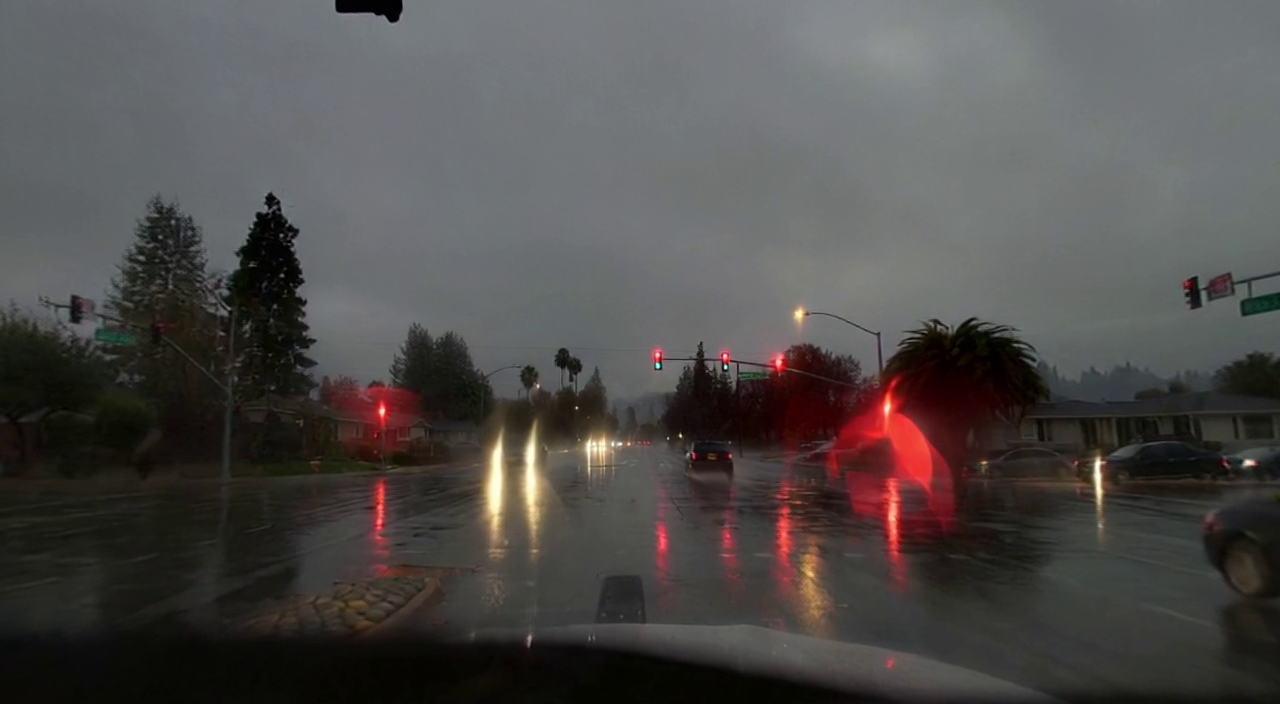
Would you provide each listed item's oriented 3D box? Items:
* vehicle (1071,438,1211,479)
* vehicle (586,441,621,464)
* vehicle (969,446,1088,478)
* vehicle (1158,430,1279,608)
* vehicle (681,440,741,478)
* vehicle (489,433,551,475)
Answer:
[{"bbox_3d":[23.496,4.990,29.745,4.807,1.835,2.033,0,-9,-1],"label":"vehicle"},{"bbox_3d":[-2.400,6.713,42.282,2.045,1.484,3.991,0,-9,0],"label":"vehicle"},{"bbox_3d":[19.732,5.607,32.240,4.874,1.544,1.779,0,-9,1],"label":"vehicle"},{"bbox_3d":[6.325,1.275,4.387,1.961,1.494,4.438,-1,-9,5],"label":"vehicle"},{"bbox_3d":[2.940,4.511,26.993,1.947,1.467,4.455,0,-9,-1],"label":"vehicle"},{"bbox_3d":[-5.284,4.564,28.452,2.025,1.704,4.104,0,-9,-1],"label":"vehicle"}]
